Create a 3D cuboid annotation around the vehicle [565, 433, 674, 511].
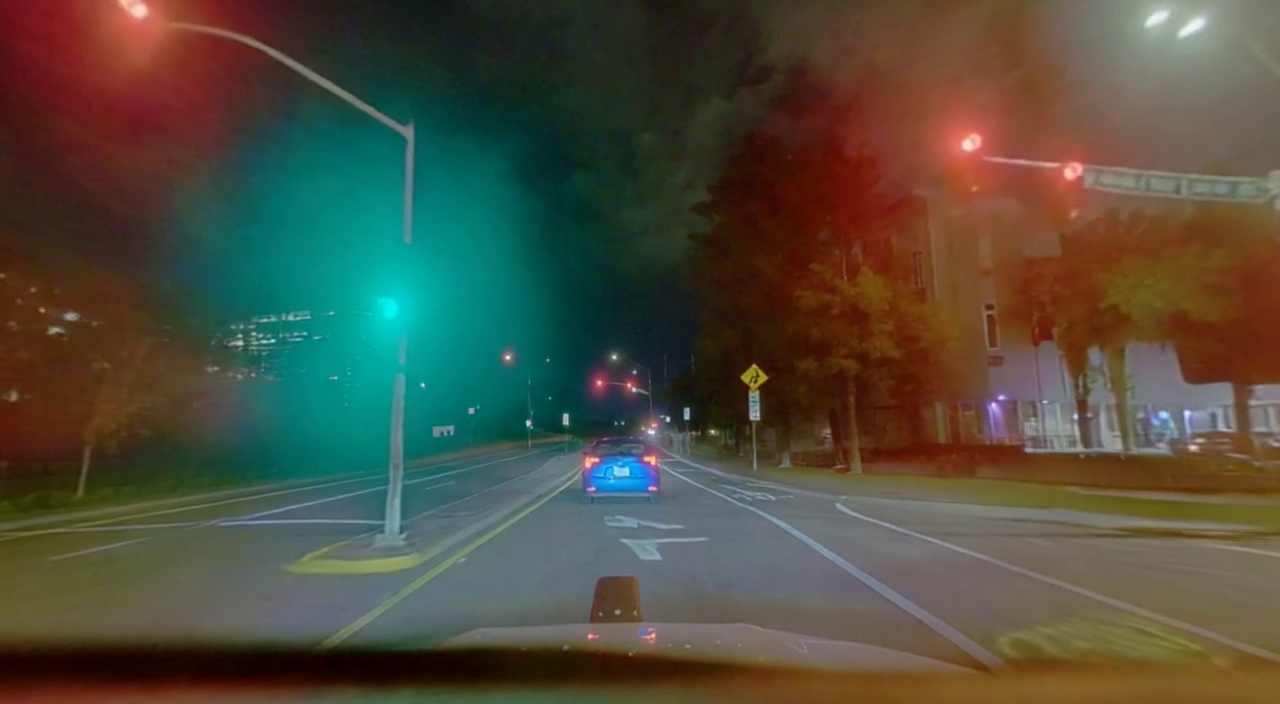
[{"bbox_3d":[-0.612,2.466,13.581,1.950,1.401,4.159,1,-8,-7],"label":"vehicle"}]
